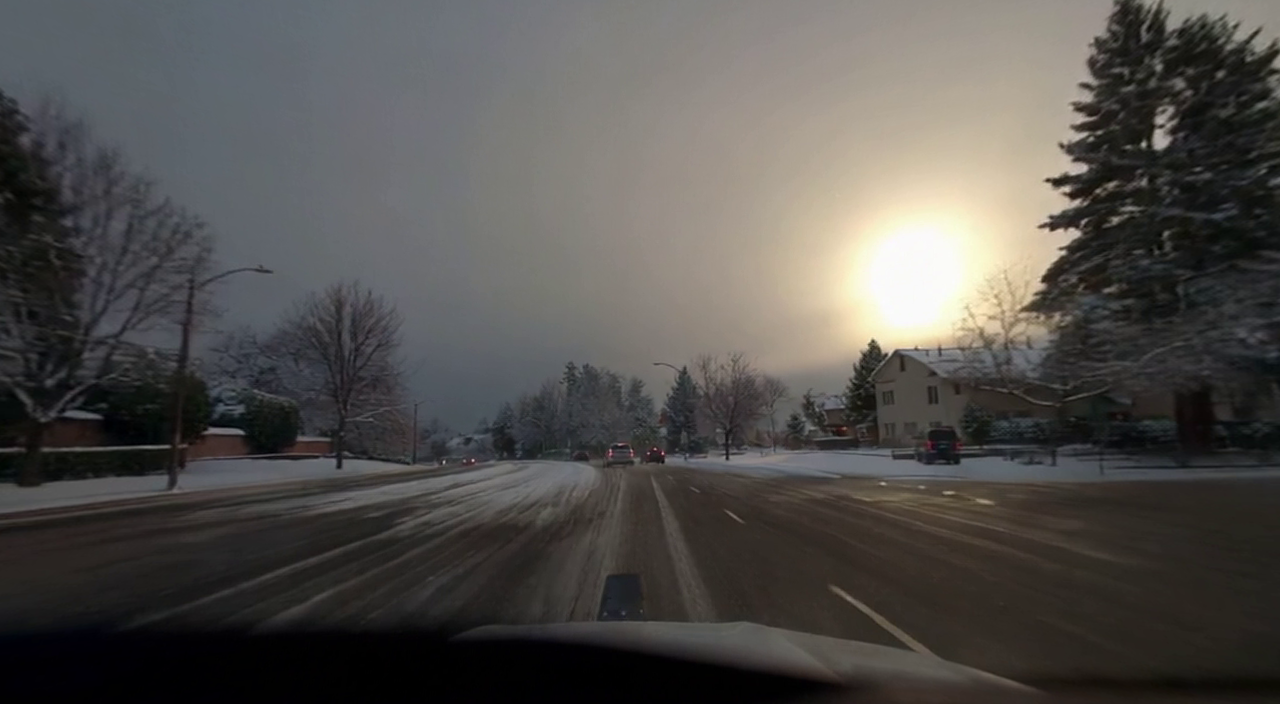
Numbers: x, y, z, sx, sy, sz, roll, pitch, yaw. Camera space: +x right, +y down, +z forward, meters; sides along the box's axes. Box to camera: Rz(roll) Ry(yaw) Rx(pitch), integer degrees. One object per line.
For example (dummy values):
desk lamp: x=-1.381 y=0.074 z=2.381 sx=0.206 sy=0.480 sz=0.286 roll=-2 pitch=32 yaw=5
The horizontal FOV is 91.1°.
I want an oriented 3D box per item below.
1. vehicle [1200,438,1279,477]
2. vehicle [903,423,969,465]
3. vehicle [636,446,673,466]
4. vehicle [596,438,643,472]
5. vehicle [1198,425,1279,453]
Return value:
vehicle: x=24.743 y=4.122 z=24.541 sx=4.466 sy=1.414 sz=1.977 roll=3 pitch=-9 yaw=-14
vehicle: x=14.958 y=4.653 z=31.761 sx=2.666 sy=1.892 sz=5.391 roll=-3 pitch=-9 yaw=25
vehicle: x=1.106 y=8.142 z=49.385 sx=1.915 sy=1.495 sz=4.880 roll=2 pitch=-8 yaw=-10
vehicle: x=-1.238 y=5.784 z=35.486 sx=2.165 sy=1.783 sz=4.391 roll=2 pitch=-8 yaw=-8
vehicle: x=35.659 y=5.007 z=36.043 sx=1.847 sy=1.578 sz=4.998 roll=7 pitch=-10 yaw=-36
